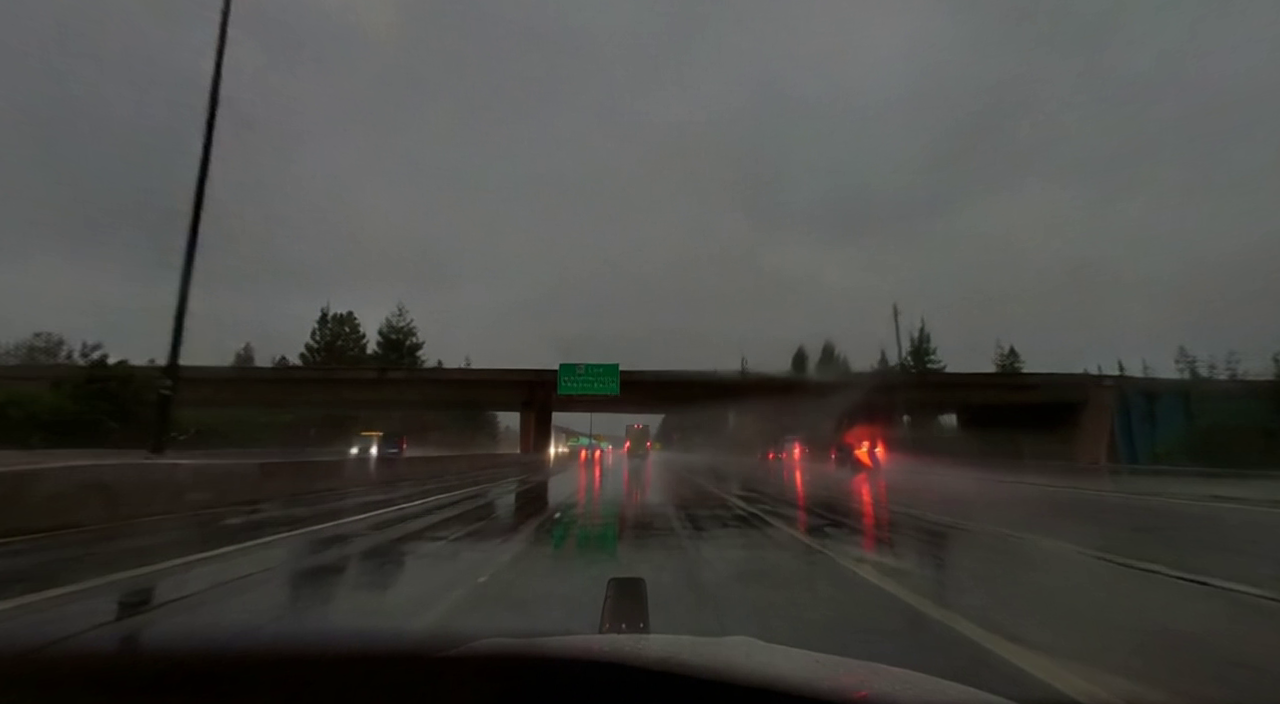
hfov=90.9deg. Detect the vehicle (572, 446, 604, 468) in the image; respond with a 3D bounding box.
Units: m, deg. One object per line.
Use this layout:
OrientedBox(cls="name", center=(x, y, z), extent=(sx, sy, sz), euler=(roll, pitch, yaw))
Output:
OrientedBox(cls="vehicle", center=(-3.863, 7.901, 47.711), extent=(2.070, 1.564, 4.145), euler=(0, -9, 0))
